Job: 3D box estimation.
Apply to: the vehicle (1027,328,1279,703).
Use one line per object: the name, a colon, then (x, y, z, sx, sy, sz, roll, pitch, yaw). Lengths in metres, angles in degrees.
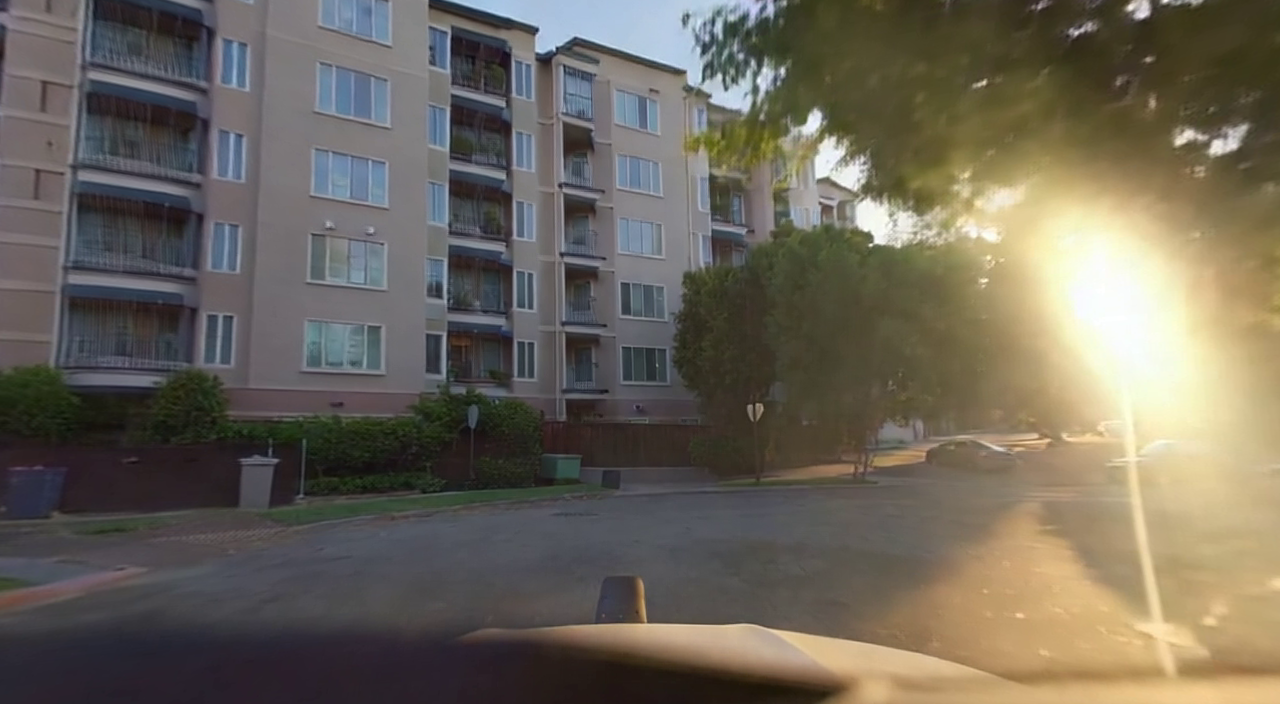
vehicle: (3.006, 0.647, 0.942, 2.020, 1.734, 4.402, 0, -9, 0)

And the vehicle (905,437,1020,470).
vehicle: (15.170, 4.776, 29.775, 4.714, 1.458, 1.812, 2, -9, -15)
